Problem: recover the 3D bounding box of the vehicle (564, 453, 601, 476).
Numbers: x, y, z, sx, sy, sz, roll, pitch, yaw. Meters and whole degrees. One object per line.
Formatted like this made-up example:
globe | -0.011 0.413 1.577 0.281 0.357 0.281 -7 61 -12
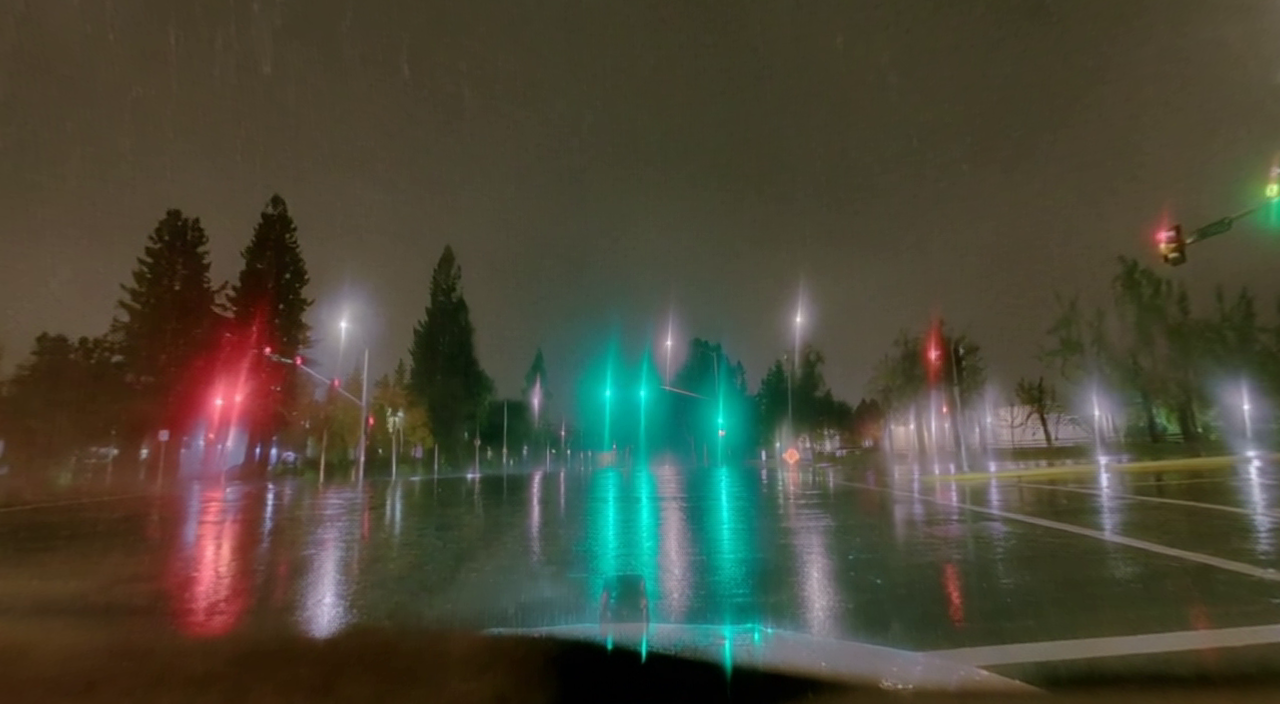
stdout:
vehicle | -4.479 8.843 49.821 2.030 1.704 4.205 -1 -8 7
